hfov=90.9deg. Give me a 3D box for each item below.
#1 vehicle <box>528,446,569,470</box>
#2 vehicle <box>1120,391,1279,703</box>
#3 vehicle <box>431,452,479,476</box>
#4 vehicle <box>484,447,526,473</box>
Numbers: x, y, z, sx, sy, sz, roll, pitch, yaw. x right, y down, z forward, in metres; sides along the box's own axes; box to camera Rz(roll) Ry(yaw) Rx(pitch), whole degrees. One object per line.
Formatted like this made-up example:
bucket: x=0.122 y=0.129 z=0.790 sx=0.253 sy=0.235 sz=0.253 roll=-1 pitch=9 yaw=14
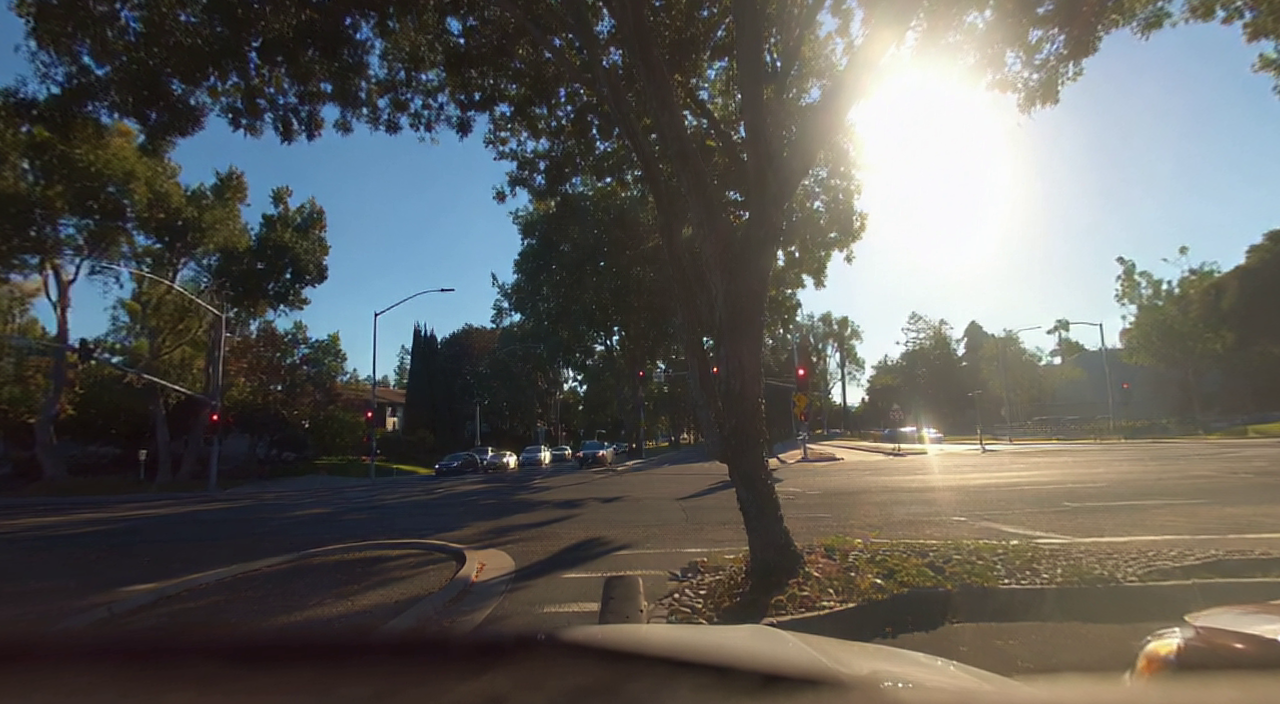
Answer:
vehicle: x=-6.535 y=7.611 z=45.504 sx=2.126 sy=1.657 sz=4.307 roll=-1 pitch=-9 yaw=3
vehicle: x=3.060 y=0.618 z=0.416 sx=1.978 sy=1.468 sz=4.544 roll=0 pitch=-9 yaw=1
vehicle: x=-13.388 y=8.119 z=45.992 sx=2.101 sy=1.637 sz=4.304 roll=0 pitch=-9 yaw=1
vehicle: x=-9.766 y=7.838 z=45.937 sx=2.064 sy=1.725 sz=4.243 roll=0 pitch=-9 yaw=1
